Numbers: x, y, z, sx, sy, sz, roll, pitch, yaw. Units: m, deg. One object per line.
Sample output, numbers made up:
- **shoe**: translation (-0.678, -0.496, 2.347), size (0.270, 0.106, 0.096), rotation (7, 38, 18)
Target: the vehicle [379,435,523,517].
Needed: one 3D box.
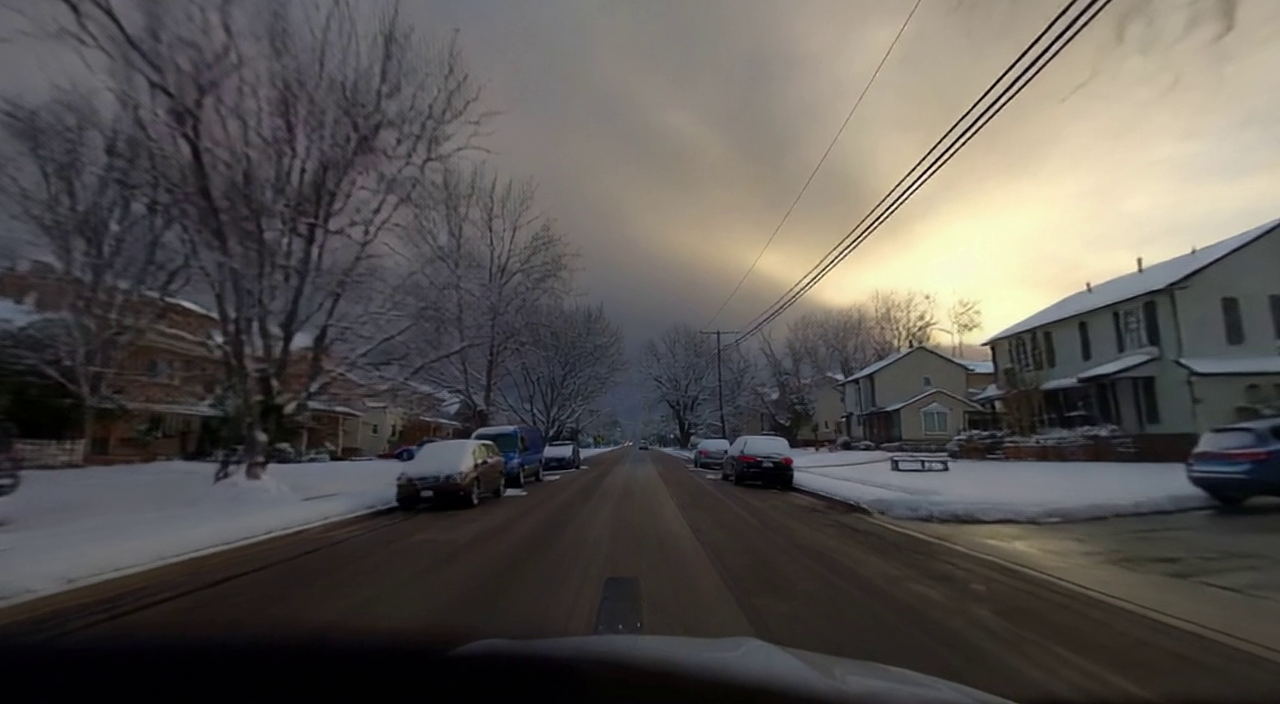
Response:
- **vehicle**: translation (-4.560, 3.002, 16.112), size (2.116, 1.659, 4.832), rotation (-3, -7, 1)

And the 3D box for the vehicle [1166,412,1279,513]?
- **vehicle**: translation (12.429, 1.775, 10.791), size (4.872, 1.521, 2.229), rotation (-2, -6, -1)

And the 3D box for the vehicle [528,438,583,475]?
- **vehicle**: translation (-4.299, 5.395, 32.820), size (2.157, 1.736, 4.104), rotation (-1, -9, 1)

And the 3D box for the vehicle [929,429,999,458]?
- **vehicle**: translation (19.459, 5.535, 38.181), size (2.086, 1.658, 4.154), rotation (0, -8, 2)

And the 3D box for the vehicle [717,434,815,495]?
- **vehicle**: translation (4.137, 3.808, 21.899), size (2.152, 1.810, 5.846), rotation (0, -8, 0)
